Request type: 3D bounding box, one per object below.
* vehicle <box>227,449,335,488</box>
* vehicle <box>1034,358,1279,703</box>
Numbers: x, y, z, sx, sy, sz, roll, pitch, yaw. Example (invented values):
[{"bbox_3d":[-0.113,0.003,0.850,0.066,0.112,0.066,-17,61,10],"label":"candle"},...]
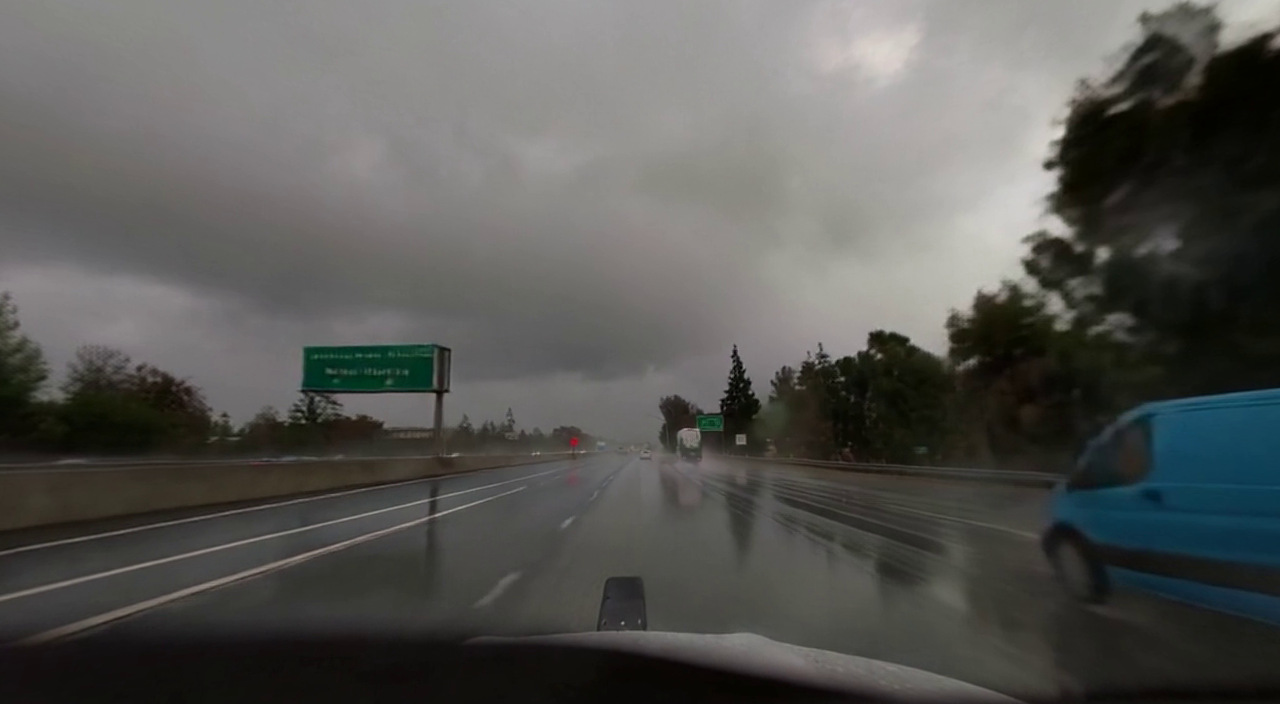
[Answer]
[{"bbox_3d":[-15.302,4.978,27.225,1.903,1.486,4.666,0,-9,1],"label":"vehicle"},{"bbox_3d":[4.351,0.892,3.008,1.971,1.795,4.389,0,-9,-2],"label":"vehicle"}]
